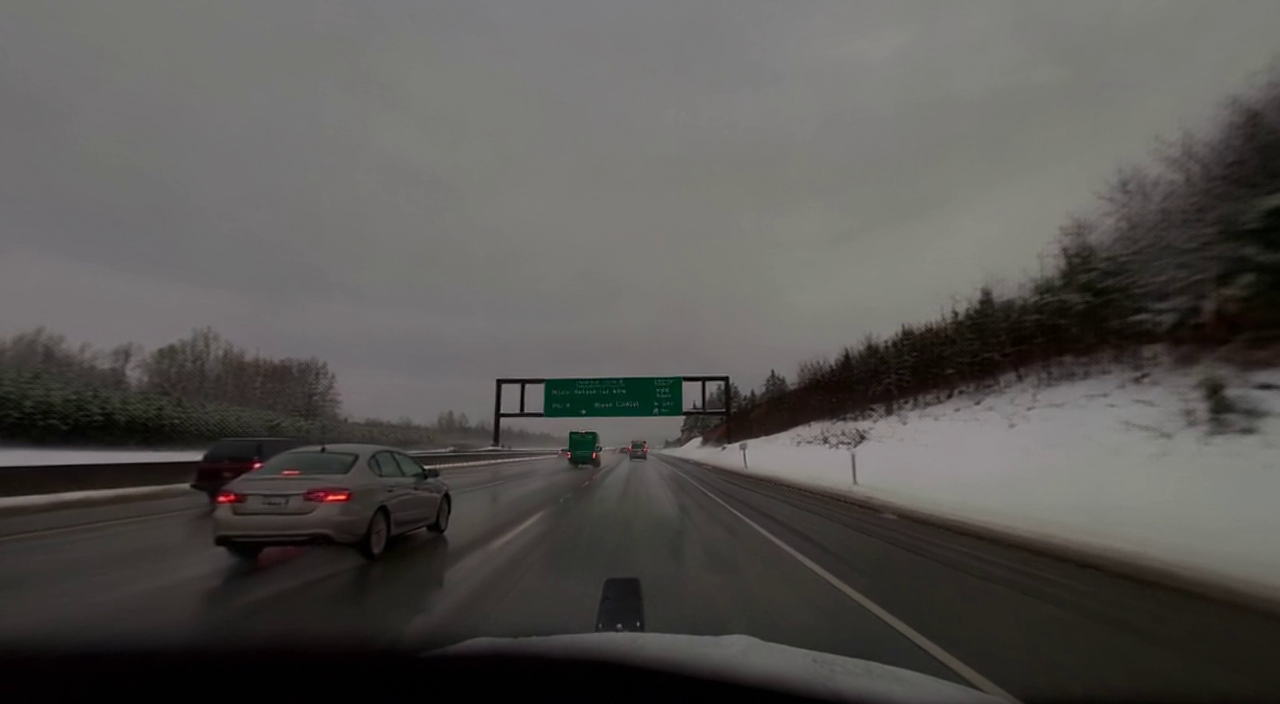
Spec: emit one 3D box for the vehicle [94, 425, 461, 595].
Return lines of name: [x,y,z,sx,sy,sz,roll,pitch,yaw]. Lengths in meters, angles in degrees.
vehicle: [-3.652,1.653,7.383,1.924,1.436,3.915,0,-9,0]

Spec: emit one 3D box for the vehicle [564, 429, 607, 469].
vehicle: [-3.536,6.477,42.238,2.290,2.453,5.561,0,-9,1]
